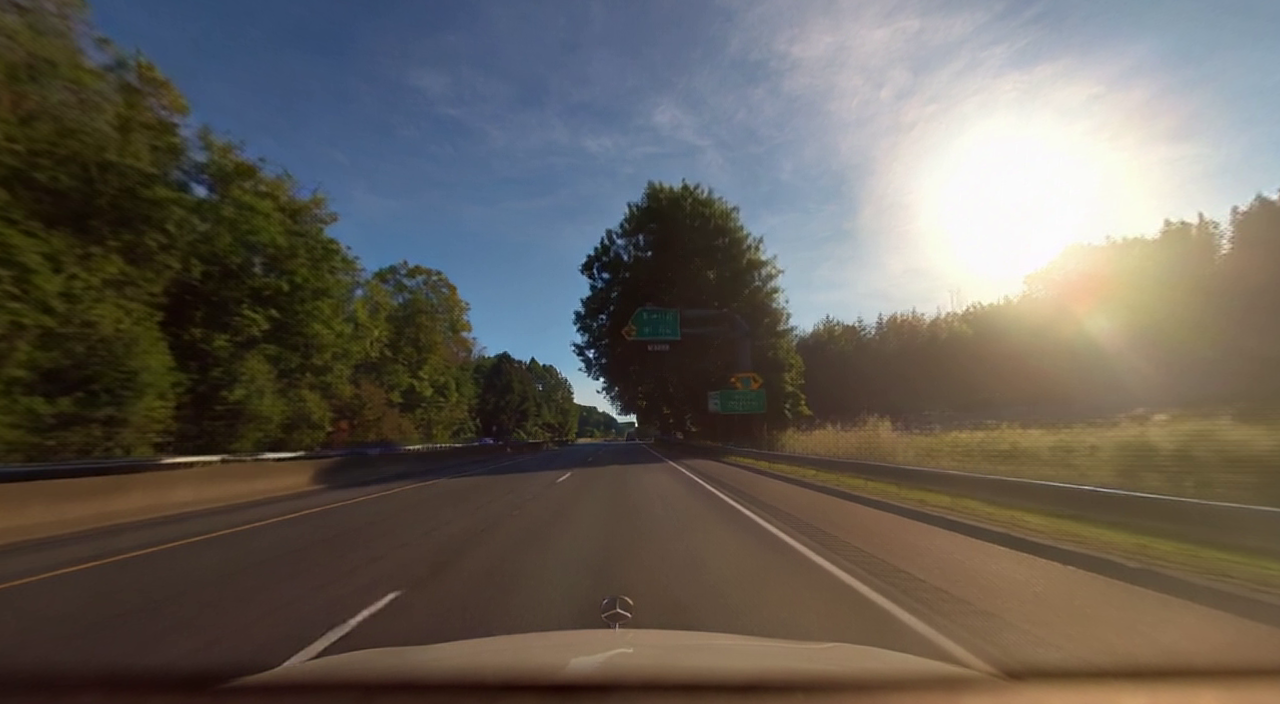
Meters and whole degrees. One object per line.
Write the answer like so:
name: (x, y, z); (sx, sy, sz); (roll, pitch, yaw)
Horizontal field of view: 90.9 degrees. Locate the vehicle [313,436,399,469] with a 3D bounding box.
vehicle: (-13.306, 4.710, 29.873); (1.967, 1.441, 4.536); (0, -8, 0)
